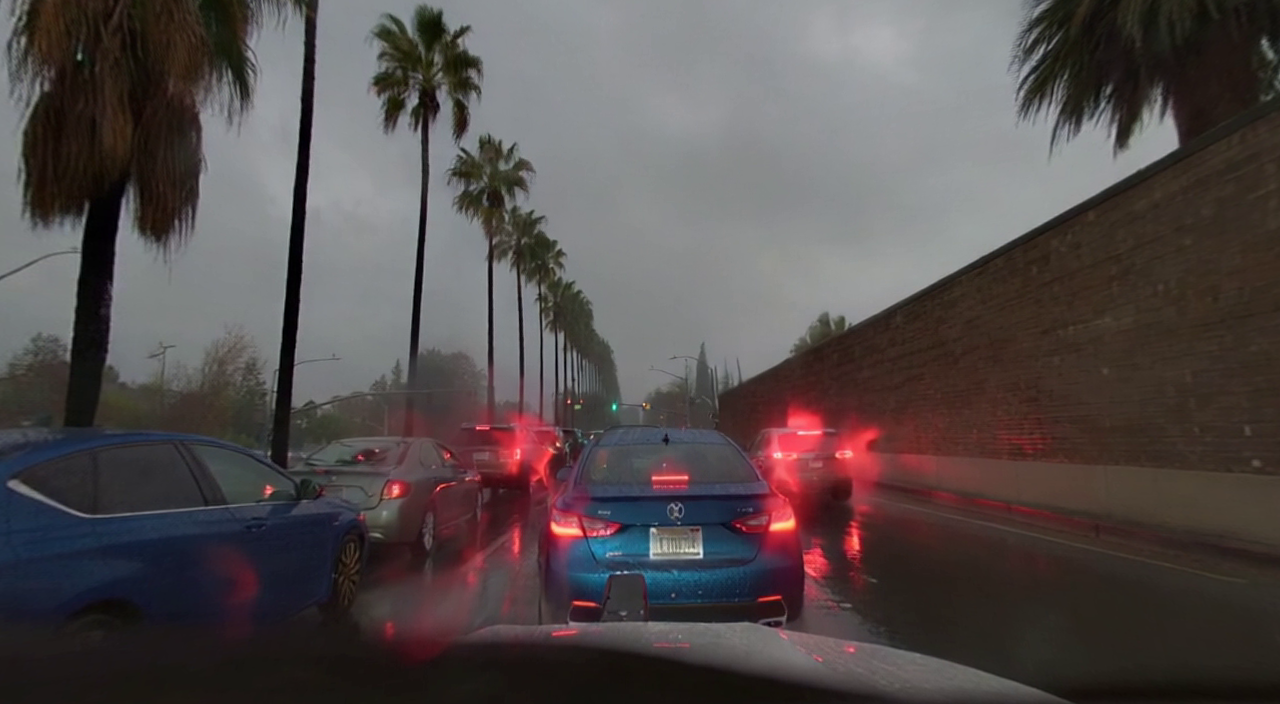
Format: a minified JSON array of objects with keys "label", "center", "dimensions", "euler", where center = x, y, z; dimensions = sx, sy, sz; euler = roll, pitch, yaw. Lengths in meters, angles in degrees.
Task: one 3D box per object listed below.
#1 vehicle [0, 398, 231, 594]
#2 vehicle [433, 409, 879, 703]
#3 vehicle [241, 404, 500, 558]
[{"label":"vehicle","center":[-6.672,1.400,6.393],"dimensions":[1.963,1.721,4.662],"euler":[0,-8,-2]},{"label":"vehicle","center":[0.038,1.334,5.205],"dimensions":[2.128,1.473,4.272],"euler":[0,-8,-1]},{"label":"vehicle","center":[-3.534,1.776,9.289],"dimensions":[2.055,1.746,4.136],"euler":[0,-8,-1]}]
